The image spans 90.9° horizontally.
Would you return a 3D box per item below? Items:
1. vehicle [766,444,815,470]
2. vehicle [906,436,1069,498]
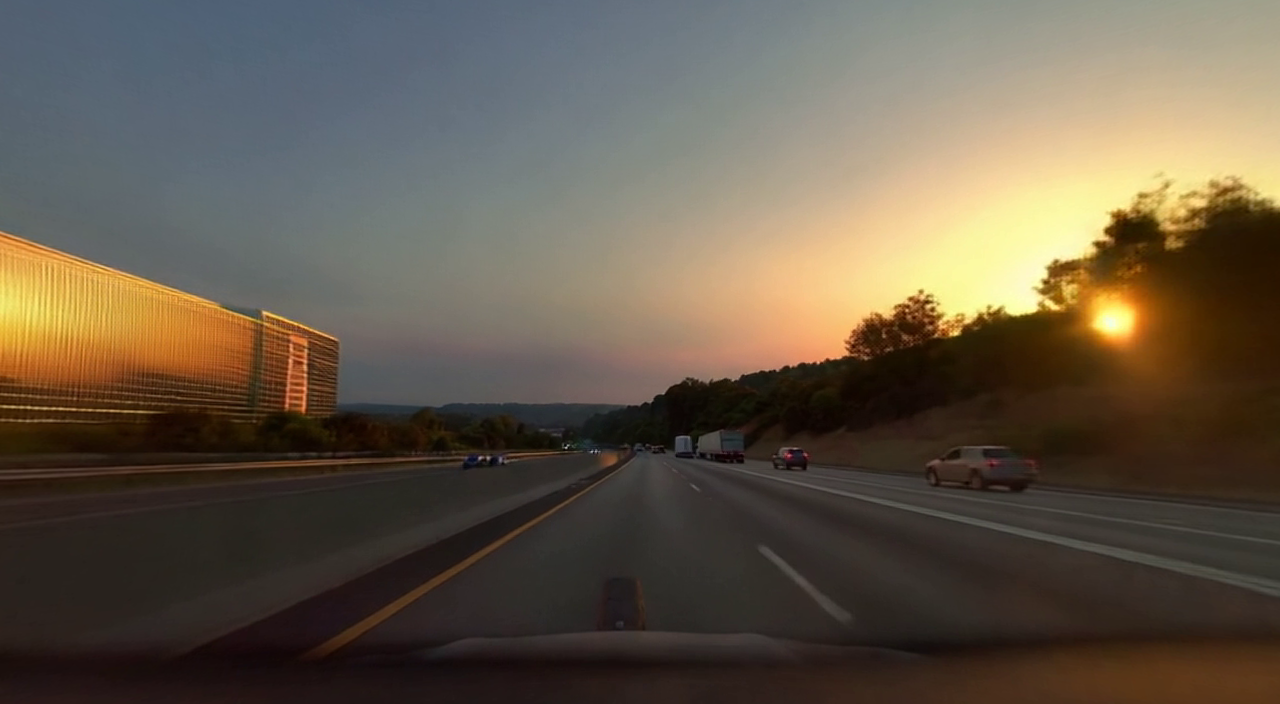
[{"bbox_3d":[10.393,7.281,43.903,2.129,1.735,4.880,0,-9,-1],"label":"vehicle"},{"bbox_3d":[10.436,3.483,19.520,2.127,1.646,4.926,0,-9,-1],"label":"vehicle"}]
